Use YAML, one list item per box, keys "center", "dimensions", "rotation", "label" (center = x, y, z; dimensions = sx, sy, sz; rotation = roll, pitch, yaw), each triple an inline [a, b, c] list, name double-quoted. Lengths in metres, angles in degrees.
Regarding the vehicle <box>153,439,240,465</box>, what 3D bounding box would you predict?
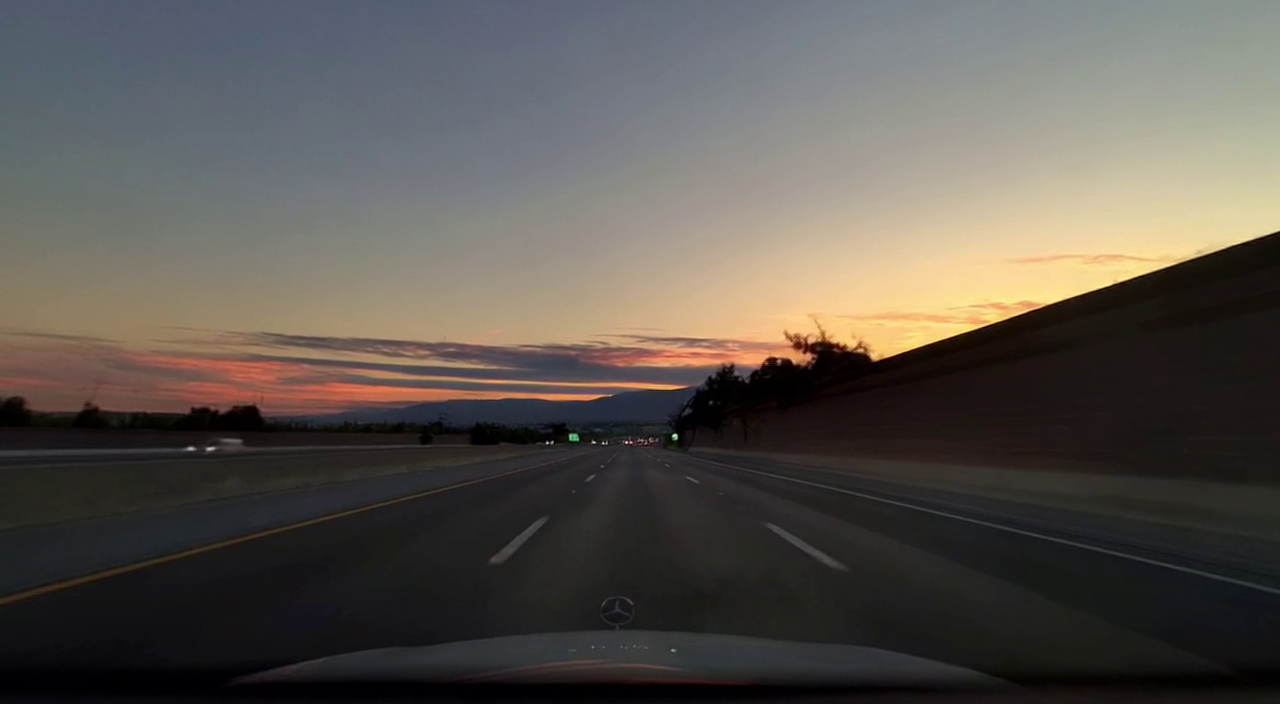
- center: [-27.870, 6.280, 39.781]
  dimensions: [2.031, 1.480, 4.698]
  rotation: [-1, -8, 1]
  label: "vehicle"
